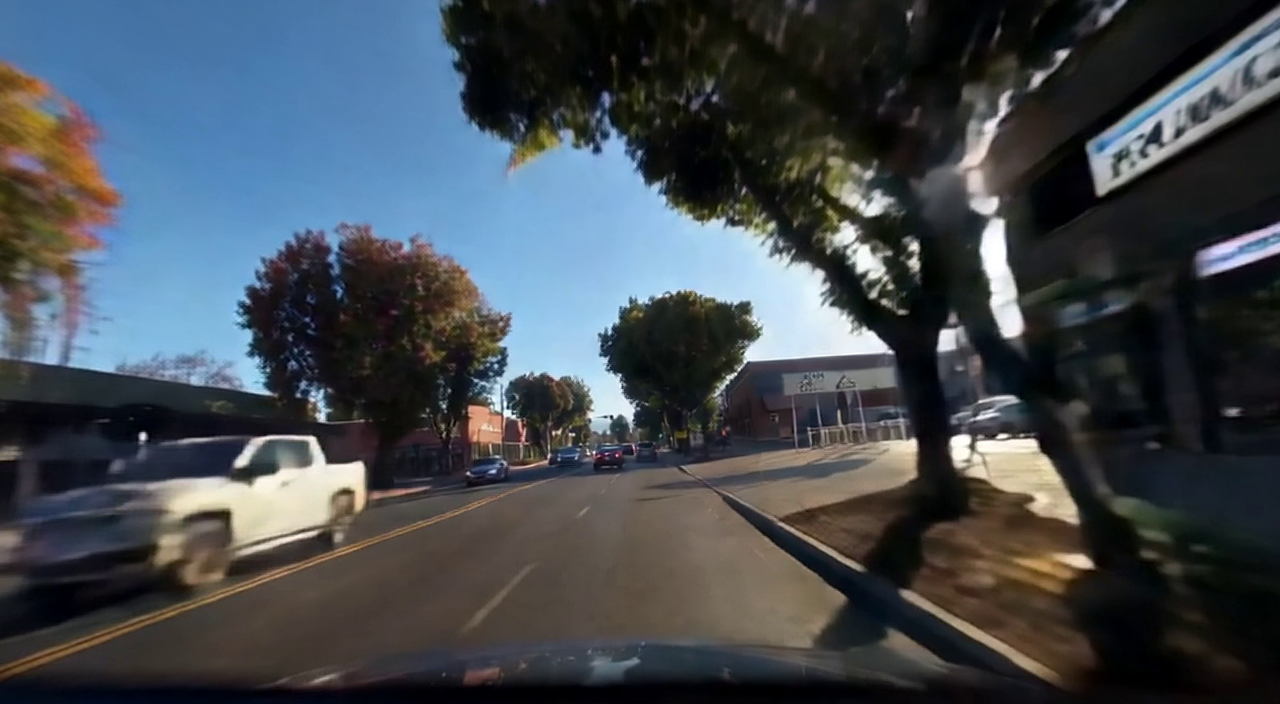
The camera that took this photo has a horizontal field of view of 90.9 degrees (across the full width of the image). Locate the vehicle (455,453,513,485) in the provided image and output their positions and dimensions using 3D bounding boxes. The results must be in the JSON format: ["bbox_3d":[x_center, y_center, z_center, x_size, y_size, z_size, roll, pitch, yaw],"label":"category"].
[{"bbox_3d":[-8.294,6.243,33.943,1.952,1.540,4.413,-1,-8,1],"label":"vehicle"}]

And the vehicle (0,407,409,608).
[{"bbox_3d":[-6.116,2.187,10.121,2.644,2.161,5.825,-2,-8,0],"label":"vehicle"}]

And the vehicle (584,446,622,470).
[{"bbox_3d":[-2.234,6.635,39.712,2.099,1.424,4.609,0,-8,0],"label":"vehicle"}]

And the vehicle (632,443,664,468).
[{"bbox_3d":[0.501,6.723,41.118,2.020,1.478,3.922,0,-8,0],"label":"vehicle"}]
